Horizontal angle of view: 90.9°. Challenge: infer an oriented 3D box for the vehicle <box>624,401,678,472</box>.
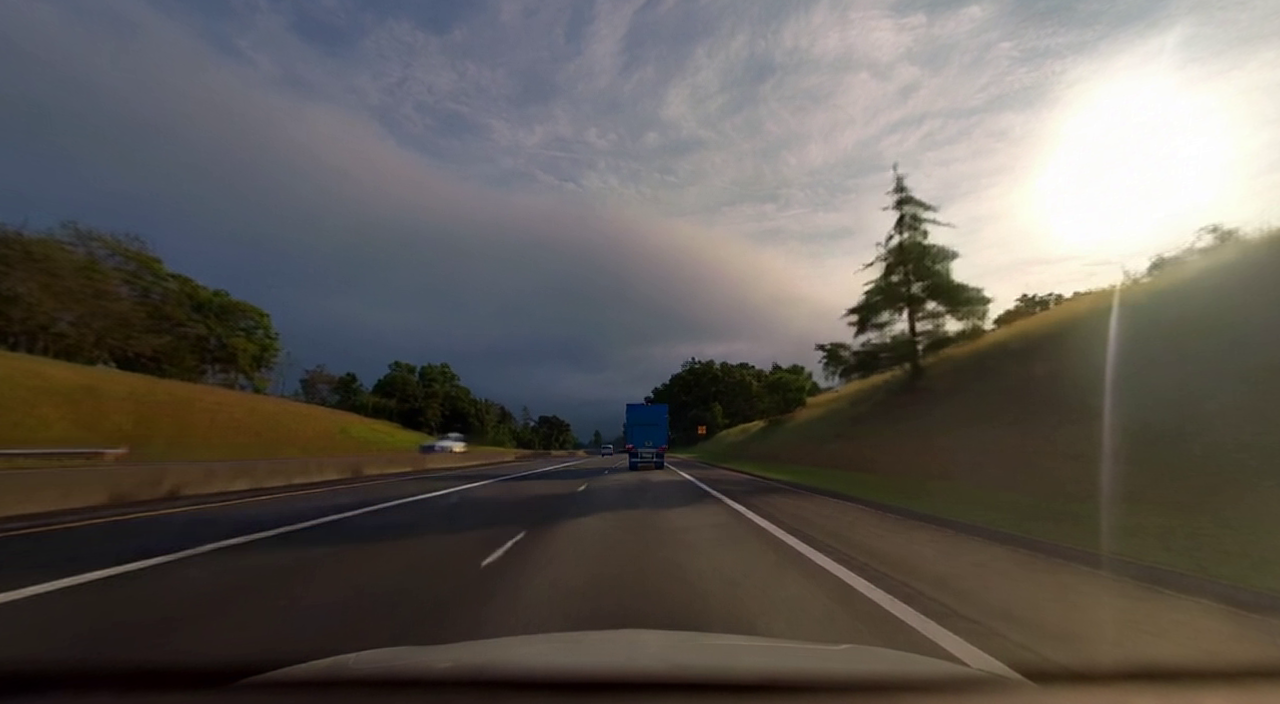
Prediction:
[{"bbox_3d":[0.502,5.701,41.723,3.055,4.009,10.972,0,-9,-2],"label":"vehicle"}]
